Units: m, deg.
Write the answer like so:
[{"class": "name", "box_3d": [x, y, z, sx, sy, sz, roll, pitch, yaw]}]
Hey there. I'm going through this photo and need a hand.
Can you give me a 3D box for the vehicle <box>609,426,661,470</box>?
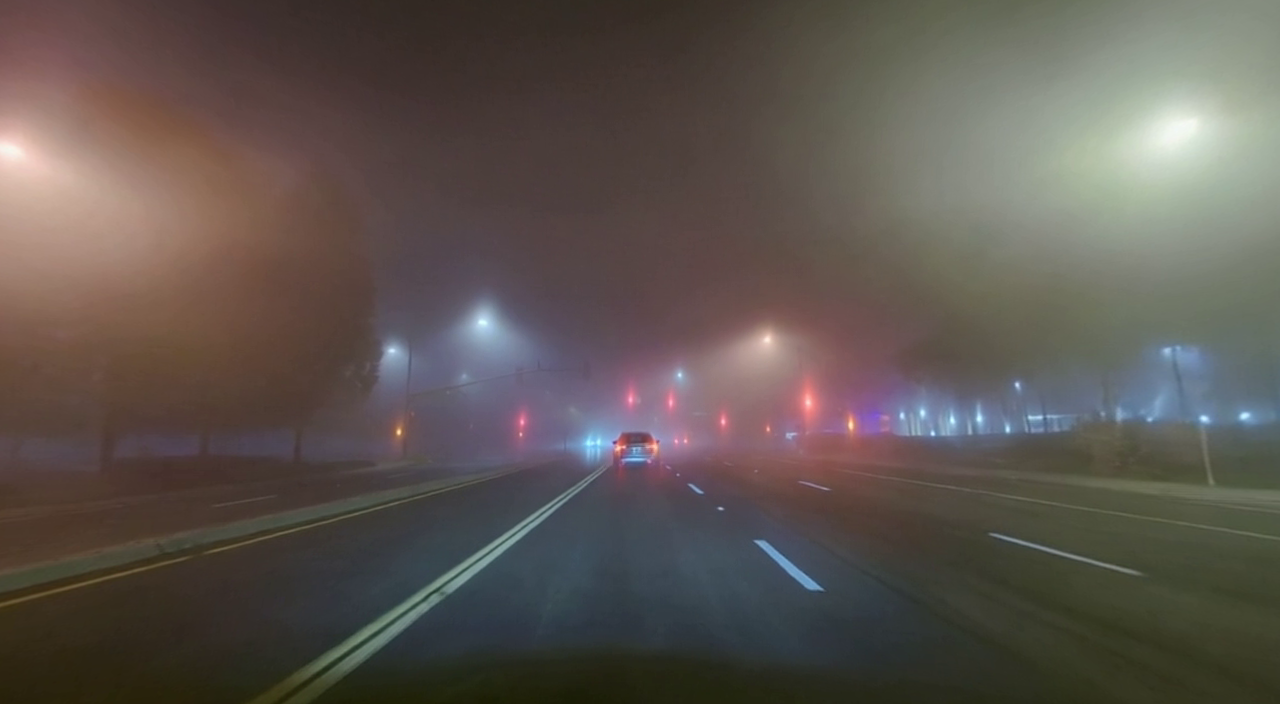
[{"class": "vehicle", "box_3d": [-0.265, 4.577, 30.261, 2.267, 1.926, 4.708, 0, -9, -1]}]
